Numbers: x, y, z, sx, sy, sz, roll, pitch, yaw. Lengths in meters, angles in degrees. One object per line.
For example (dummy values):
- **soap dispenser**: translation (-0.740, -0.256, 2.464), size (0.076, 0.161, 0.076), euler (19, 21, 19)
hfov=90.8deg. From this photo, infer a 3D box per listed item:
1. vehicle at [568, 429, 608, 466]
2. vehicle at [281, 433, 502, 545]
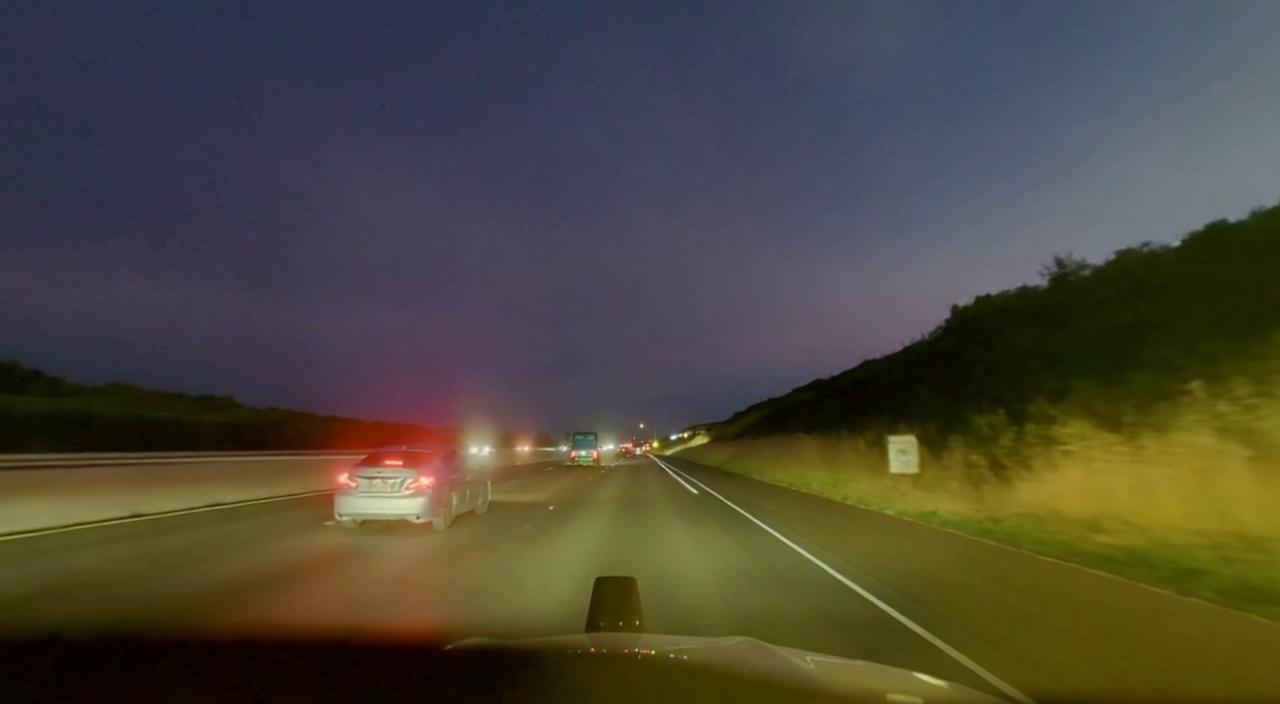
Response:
- **vehicle**: translation (-3.649, 6.854, 45.132), size (2.290, 2.453, 5.561), euler (0, -9, 1)
- **vehicle**: translation (-3.662, 2.086, 10.198), size (1.924, 1.436, 3.915), euler (0, -9, 1)
